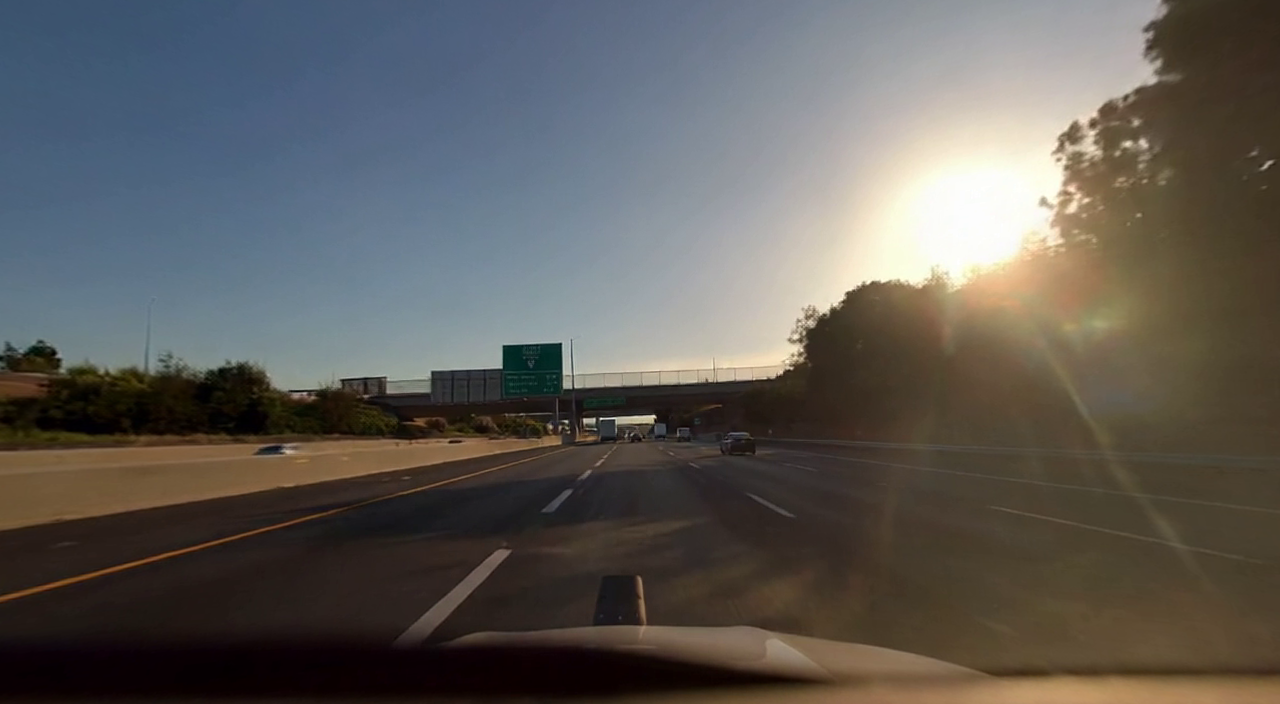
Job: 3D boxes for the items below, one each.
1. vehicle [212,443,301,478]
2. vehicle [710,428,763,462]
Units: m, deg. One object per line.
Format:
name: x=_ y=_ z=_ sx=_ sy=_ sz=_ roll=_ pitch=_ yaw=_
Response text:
vehicle: x=-17.622 y=4.971 z=29.112 sx=1.741 sy=1.450 sz=3.810 roll=0 pitch=-8 yaw=-1
vehicle: x=4.517 y=4.390 z=29.949 sx=1.802 sy=1.492 sz=3.804 roll=0 pitch=-8 yaw=-2
